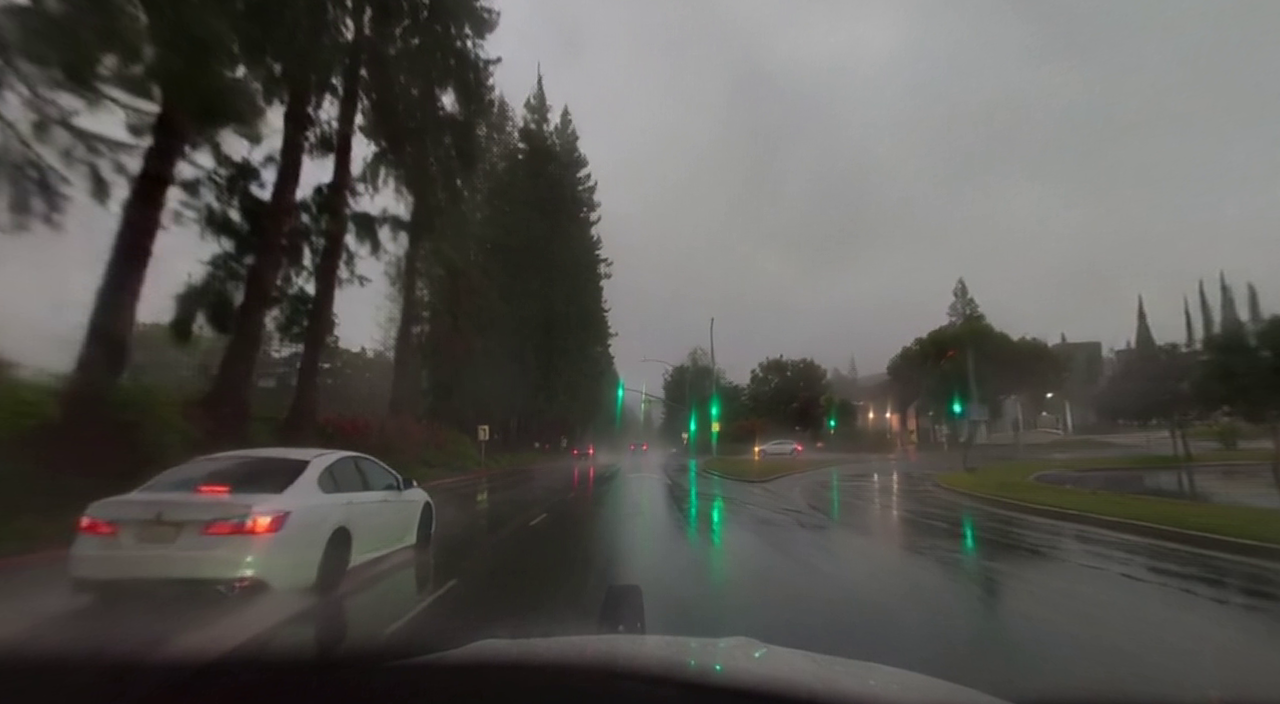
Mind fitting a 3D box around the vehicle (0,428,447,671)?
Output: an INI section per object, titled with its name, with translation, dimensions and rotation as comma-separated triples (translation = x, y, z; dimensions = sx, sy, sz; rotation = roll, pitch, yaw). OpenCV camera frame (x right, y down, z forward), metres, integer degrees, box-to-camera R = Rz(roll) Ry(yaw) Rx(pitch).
[vehicle]
translation = -3.590, 1.534, 6.142
dimensions = 1.968, 1.459, 4.433
rotation = 0, -8, 1
